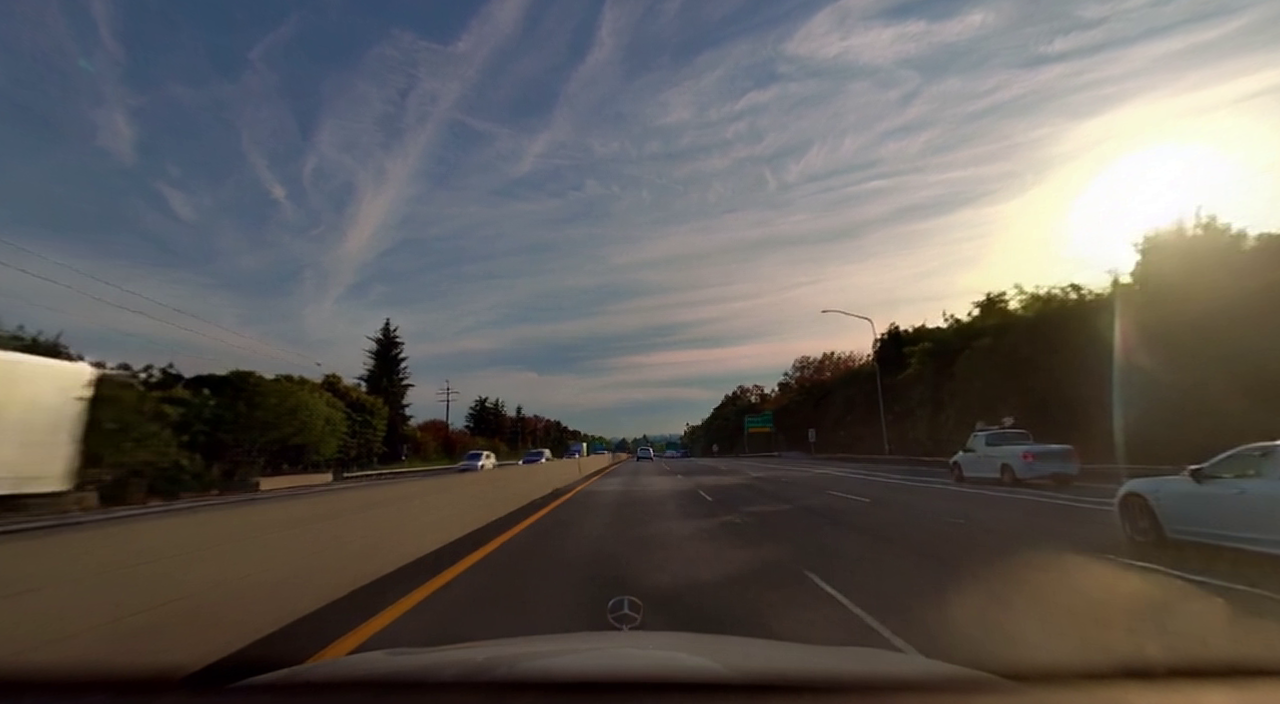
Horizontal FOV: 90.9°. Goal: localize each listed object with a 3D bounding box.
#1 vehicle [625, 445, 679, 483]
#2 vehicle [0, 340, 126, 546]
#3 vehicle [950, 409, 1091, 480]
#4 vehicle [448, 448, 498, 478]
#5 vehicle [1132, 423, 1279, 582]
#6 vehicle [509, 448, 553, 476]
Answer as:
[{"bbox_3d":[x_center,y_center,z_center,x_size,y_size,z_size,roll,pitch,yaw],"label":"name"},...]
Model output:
[{"bbox_3d":[0.487,4.844,27.525,2.177,1.520,4.278,0,-9,0],"label":"vehicle"},{"bbox_3d":[-15.190,1.280,9.152,3.413,4.286,14.339,0,-9,0],"label":"vehicle"},{"bbox_3d":[14.596,3.627,24.683,2.115,2.446,5.323,0,-9,0],"label":"vehicle"},{"bbox_3d":[-11.465,7.665,43.653,2.030,1.920,4.938,0,-9,1],"label":"vehicle"},{"bbox_3d":[7.117,1.338,5.412,1.977,1.502,4.670,0,-9,0],"label":"vehicle"},{"bbox_3d":[-6.874,6.986,40.149,1.962,1.631,4.070,0,-9,1],"label":"vehicle"}]
